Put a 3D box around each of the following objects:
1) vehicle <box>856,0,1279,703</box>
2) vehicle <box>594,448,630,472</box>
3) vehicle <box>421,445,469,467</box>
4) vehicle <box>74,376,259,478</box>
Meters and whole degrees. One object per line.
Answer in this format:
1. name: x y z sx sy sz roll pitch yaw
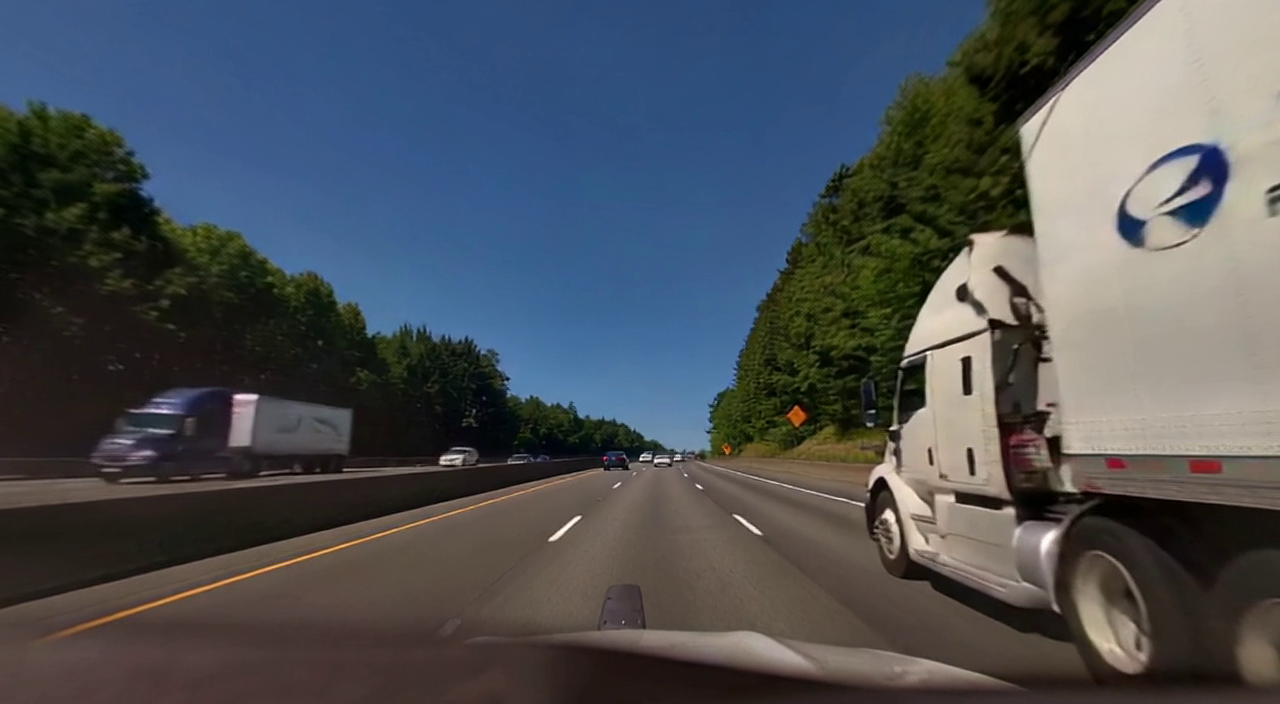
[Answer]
1. vehicle: 3.888 0.008 3.667 2.984 3.908 5.930 0 -9 -1
2. vehicle: -2.066 8.160 47.778 2.205 1.728 4.397 -1 -9 3
3. vehicle: -15.121 8.117 49.167 2.129 1.633 4.593 0 -9 2
4. vehicle: -19.557 3.270 26.631 2.925 3.825 5.907 0 -9 1
